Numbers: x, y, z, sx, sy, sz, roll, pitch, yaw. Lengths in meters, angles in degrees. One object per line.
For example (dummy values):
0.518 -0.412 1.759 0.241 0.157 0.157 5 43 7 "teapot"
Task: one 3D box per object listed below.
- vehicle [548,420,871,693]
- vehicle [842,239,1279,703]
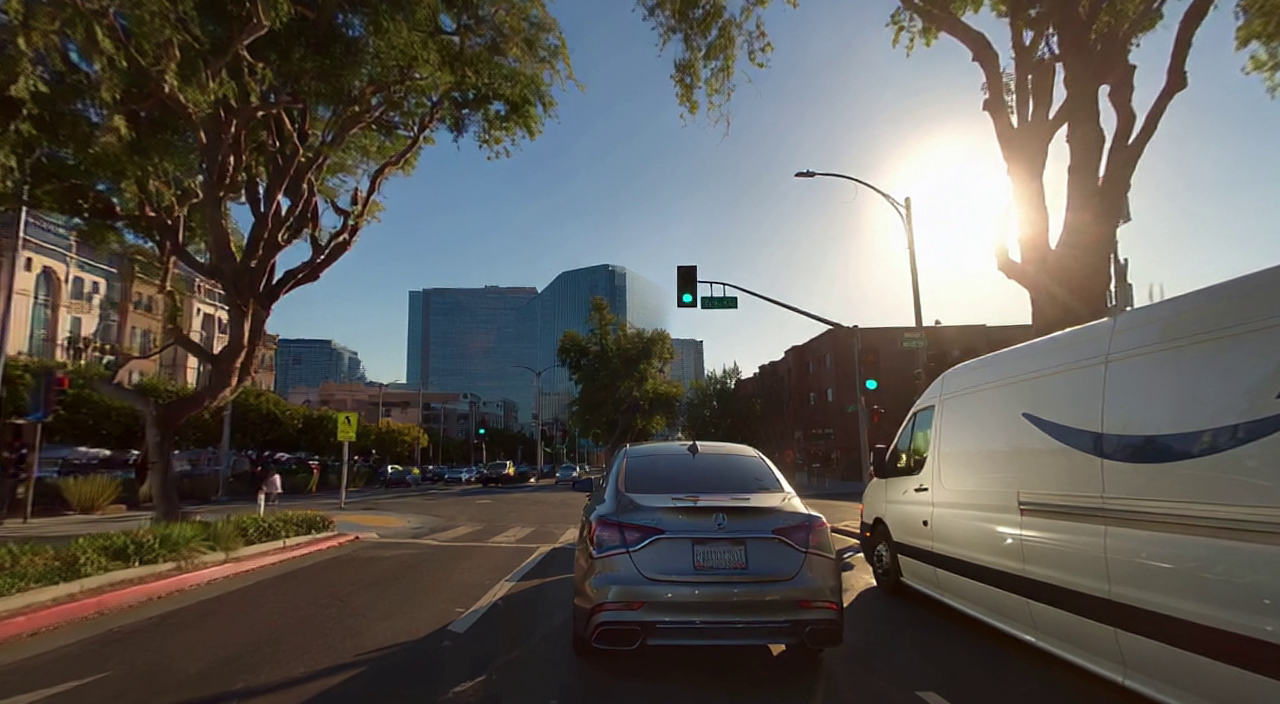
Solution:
0.388 1.587 5.734 1.961 1.629 3.610 1 -11 -1 "vehicle"
2.849 0.886 2.891 2.054 1.965 5.248 1 -11 0 "vehicle"
